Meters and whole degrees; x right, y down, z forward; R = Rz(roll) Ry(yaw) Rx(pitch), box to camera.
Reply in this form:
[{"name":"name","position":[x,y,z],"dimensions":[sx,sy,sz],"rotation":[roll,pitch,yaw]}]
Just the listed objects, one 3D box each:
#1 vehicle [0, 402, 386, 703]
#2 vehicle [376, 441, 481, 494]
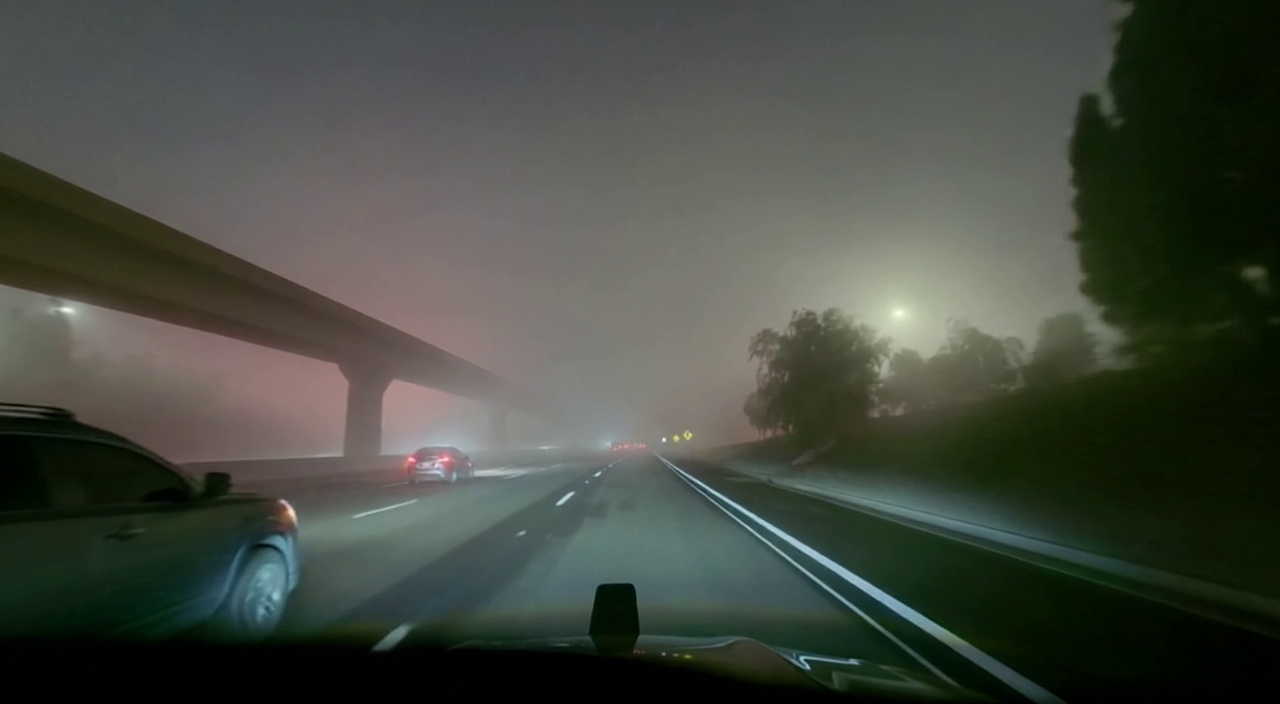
[{"name":"vehicle","position":[-3.364,1.118,3.481],"dimensions":[1.978,1.499,4.695],"rotation":[0,-9,0]},{"name":"vehicle","position":[-6.672,3.659,20.457],"dimensions":[1.914,1.503,4.268],"rotation":[0,-9,0]}]
